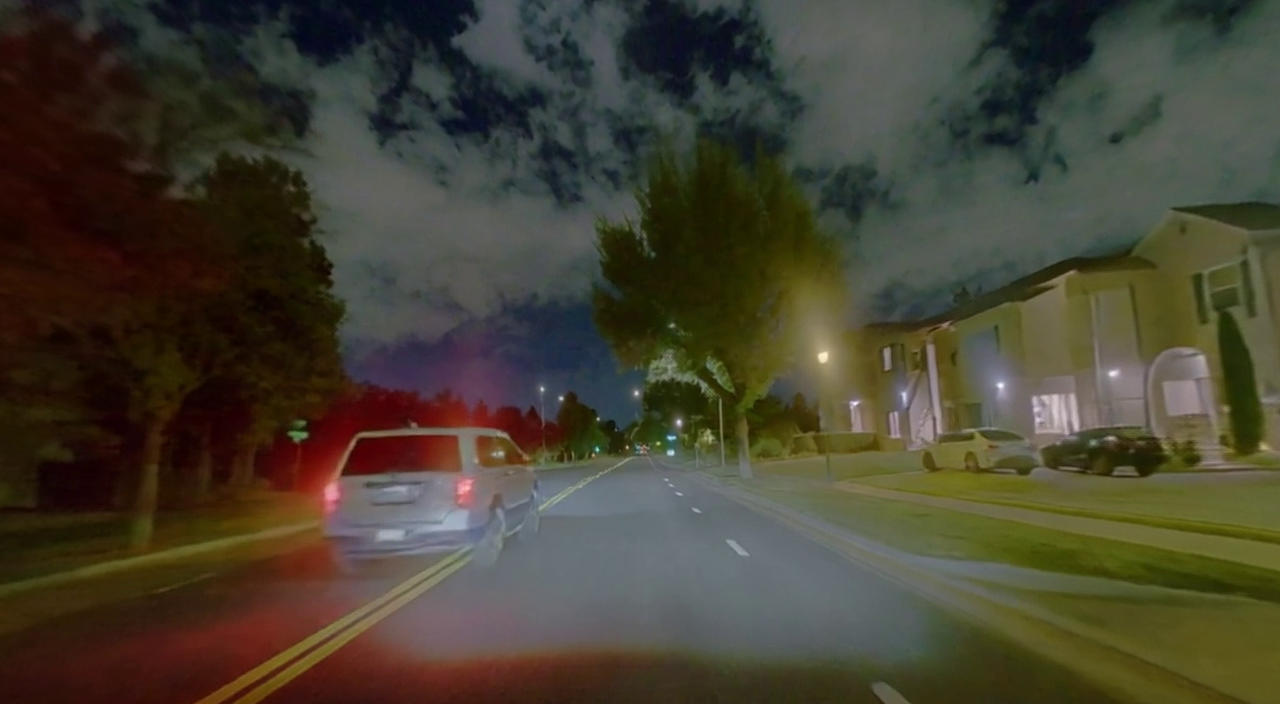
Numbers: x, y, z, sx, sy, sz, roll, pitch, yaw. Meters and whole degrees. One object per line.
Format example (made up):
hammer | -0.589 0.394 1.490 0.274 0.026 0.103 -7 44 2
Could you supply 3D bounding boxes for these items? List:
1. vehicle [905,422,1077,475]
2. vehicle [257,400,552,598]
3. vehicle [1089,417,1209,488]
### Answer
vehicle | 9.434 2.678 17.543 1.922 1.263 4.664 1 -9 -3
vehicle | -2.777 1.863 8.955 2.210 2.023 4.663 0 -9 2
vehicle | 13.862 2.750 17.480 1.860 1.697 4.292 -5 -10 30
